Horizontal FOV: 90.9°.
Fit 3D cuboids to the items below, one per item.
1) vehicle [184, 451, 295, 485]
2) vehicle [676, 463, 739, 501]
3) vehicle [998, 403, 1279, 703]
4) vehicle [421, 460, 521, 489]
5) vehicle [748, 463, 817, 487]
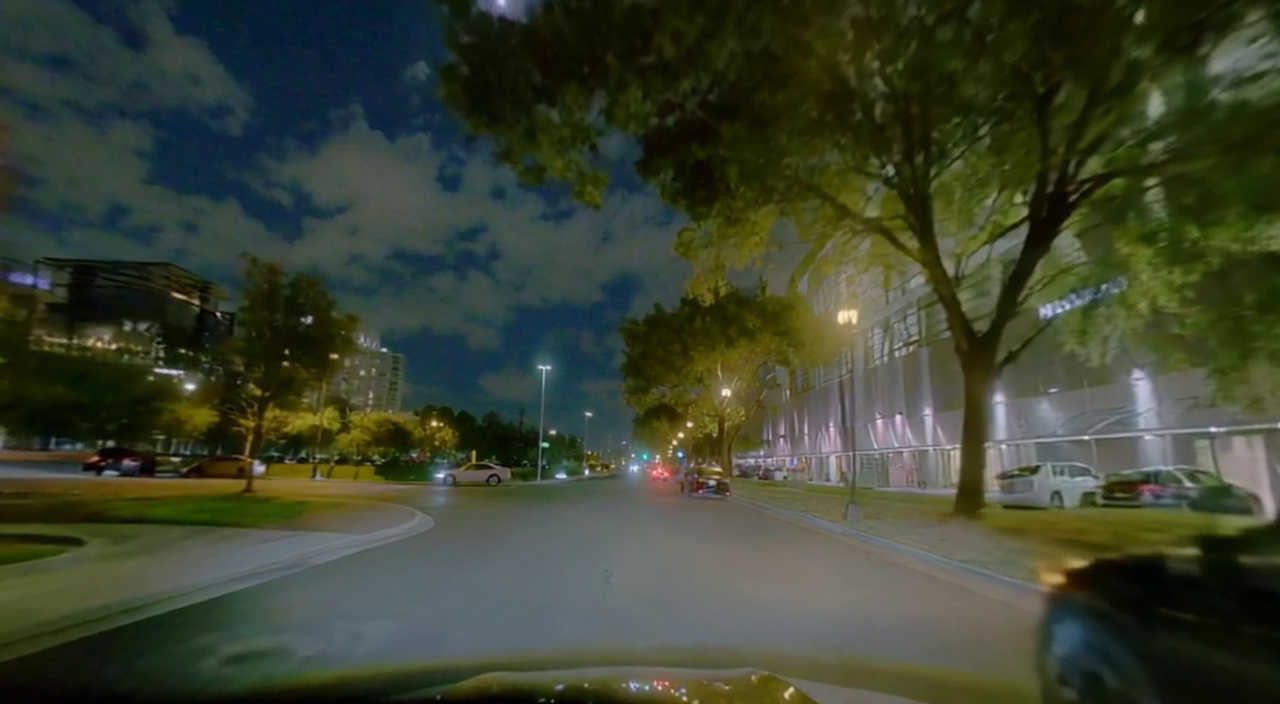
[{"bbox_3d":[-19.963,5.834,31.534,4.118,1.482,1.889,2,-12,0],"label":"vehicle"},{"bbox_3d":[2.710,5.395,26.316,2.073,1.434,3.899,1,-11,-2],"label":"vehicle"},{"bbox_3d":[2.826,0.855,0.969,1.962,1.627,4.371,2,-10,0],"label":"vehicle"},{"bbox_3d":[-9.107,6.657,34.234,4.770,1.448,1.983,9,-14,-38],"label":"vehicle"},{"bbox_3d":[10.790,9.369,47.903,4.782,1.698,1.882,1,-11,-2],"label":"vehicle"}]
